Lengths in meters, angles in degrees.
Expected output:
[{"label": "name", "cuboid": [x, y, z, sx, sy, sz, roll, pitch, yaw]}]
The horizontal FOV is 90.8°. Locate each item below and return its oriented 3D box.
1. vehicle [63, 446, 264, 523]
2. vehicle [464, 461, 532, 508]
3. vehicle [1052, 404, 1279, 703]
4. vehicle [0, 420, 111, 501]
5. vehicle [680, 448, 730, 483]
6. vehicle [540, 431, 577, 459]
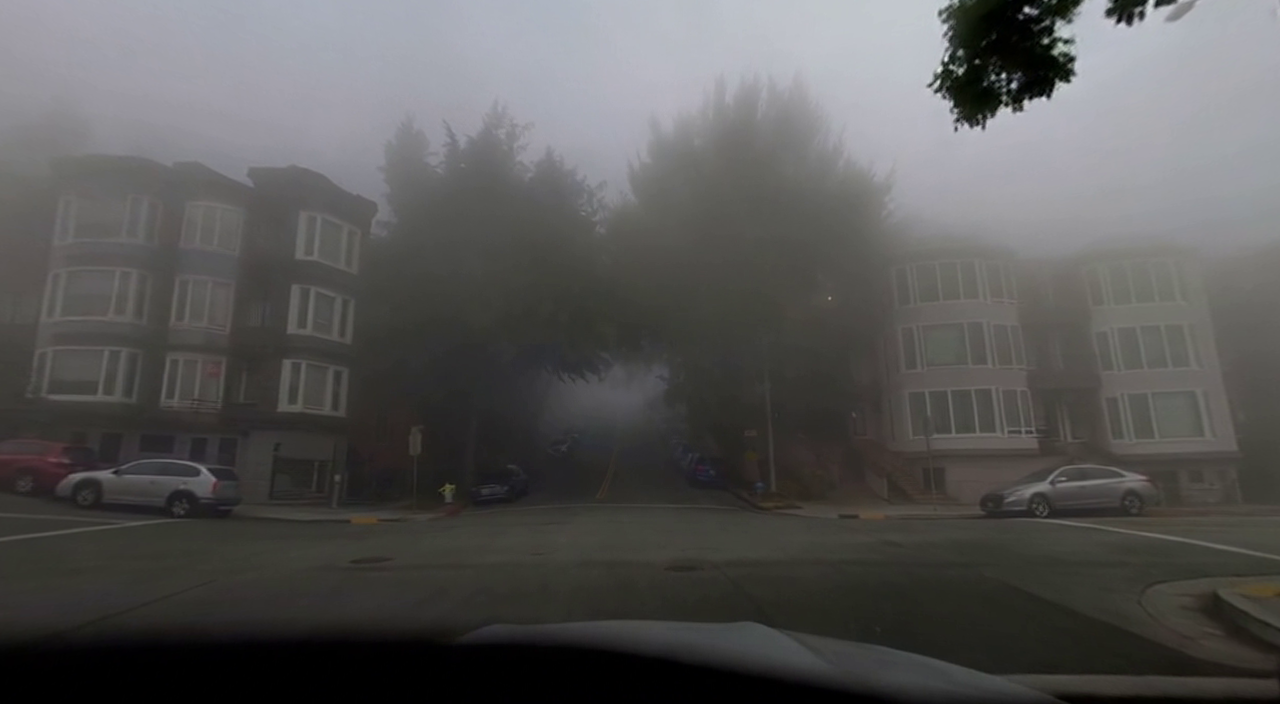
[{"label": "vehicle", "cuboid": [-13.982, 3.925, 18.743, 4.243, 1.676, 1.844, 6, -12, 1]}, {"label": "vehicle", "cuboid": [-5.859, 5.500, 26.571, 1.987, 1.662, 4.141, -2, -9, -1]}, {"label": "vehicle", "cuboid": [3.352, 0.769, 0.919, 2.064, 1.548, 5.186, 0, -8, 1]}, {"label": "vehicle", "cuboid": [-19.131, 3.081, 18.802, 4.665, 1.866, 2.002, 9, -9, -1]}, {"label": "vehicle", "cuboid": [3.421, 6.061, 34.184, 2.051, 1.526, 4.673, 0, -6, -2]}, {"label": "vehicle", "cuboid": [-6.166, 7.058, 48.256, 2.101, 1.732, 4.119, -3, -5, 3]}]
